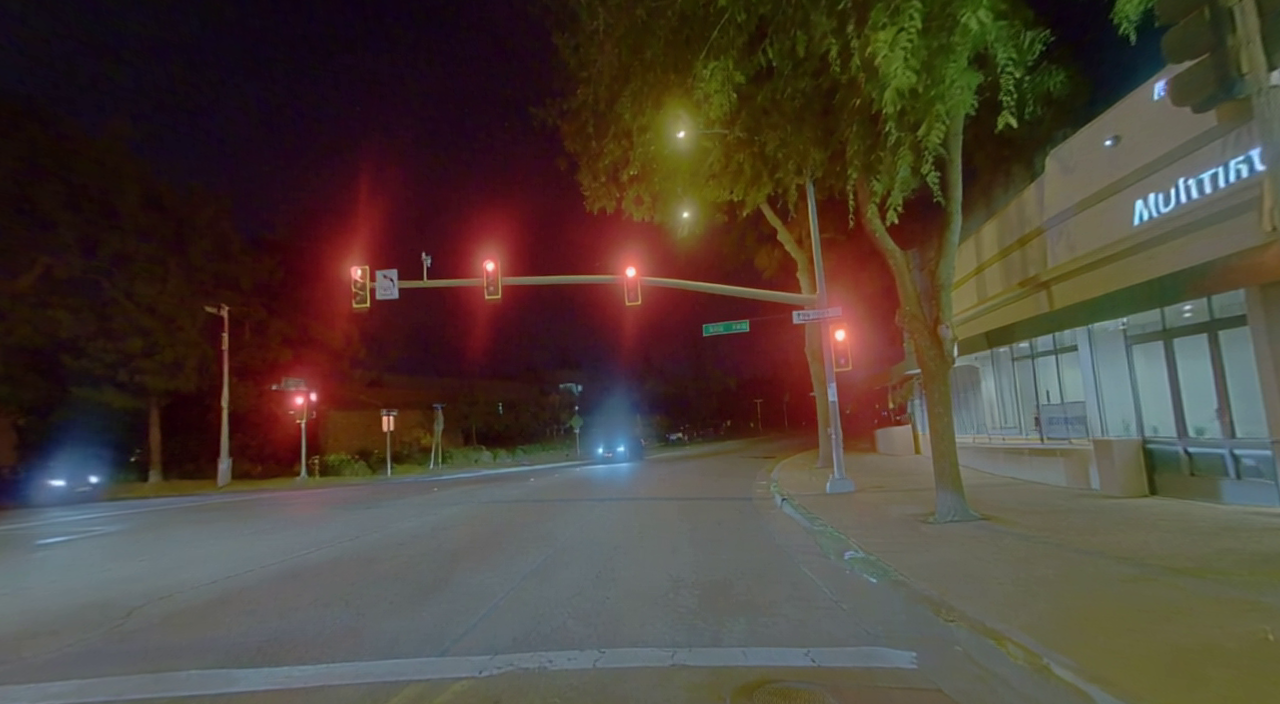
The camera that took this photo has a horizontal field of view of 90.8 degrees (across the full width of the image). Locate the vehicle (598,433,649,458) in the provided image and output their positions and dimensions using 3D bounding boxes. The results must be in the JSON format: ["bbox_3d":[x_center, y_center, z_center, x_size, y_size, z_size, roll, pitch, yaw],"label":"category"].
[{"bbox_3d":[-1.187,7.014,47.303,2.244,1.792,4.648,-3,-9,20],"label":"vehicle"}]

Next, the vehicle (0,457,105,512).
[{"bbox_3d":[-22.014,4.719,22.843,4.715,1.745,2.026,-4,-9,23],"label":"vehicle"}]
